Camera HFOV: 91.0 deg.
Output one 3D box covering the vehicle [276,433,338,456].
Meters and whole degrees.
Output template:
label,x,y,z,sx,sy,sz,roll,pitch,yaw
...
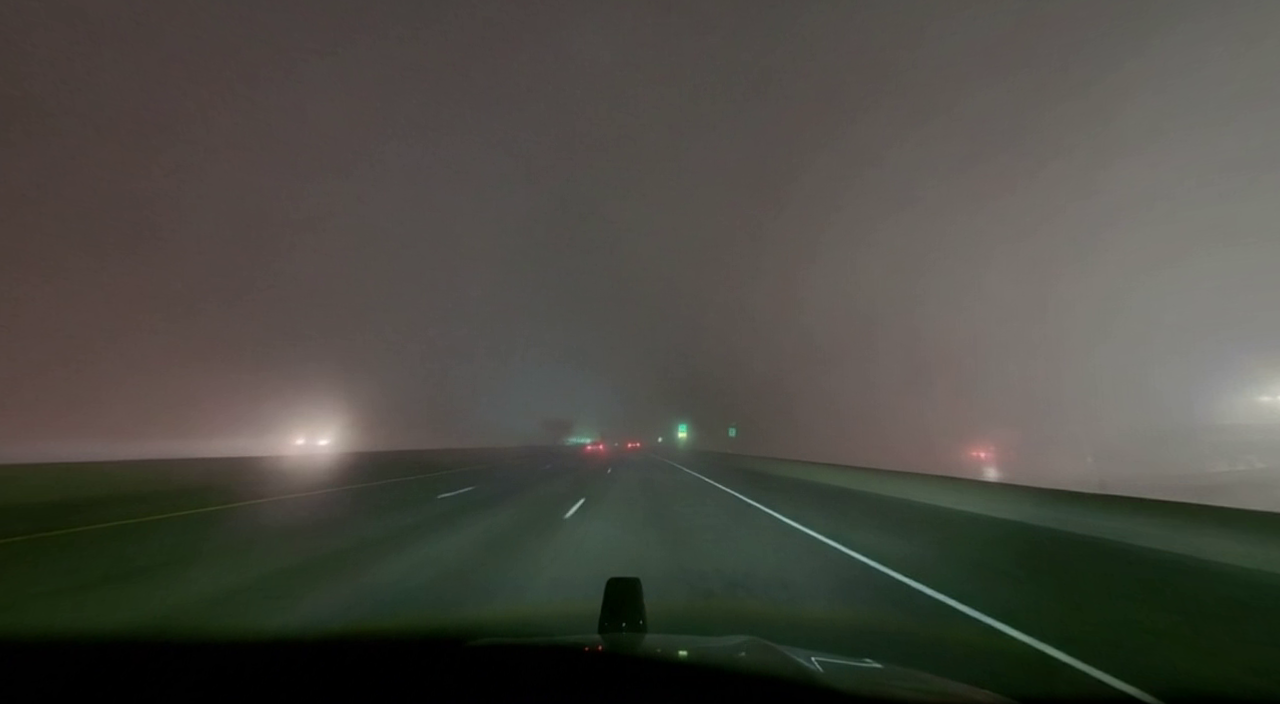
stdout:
label,x,y,z,sx,sy,sz,roll,pitch,yaw
vehicle,-22.403,6.226,42.559,1.789,1.465,4.402,0,-8,0
